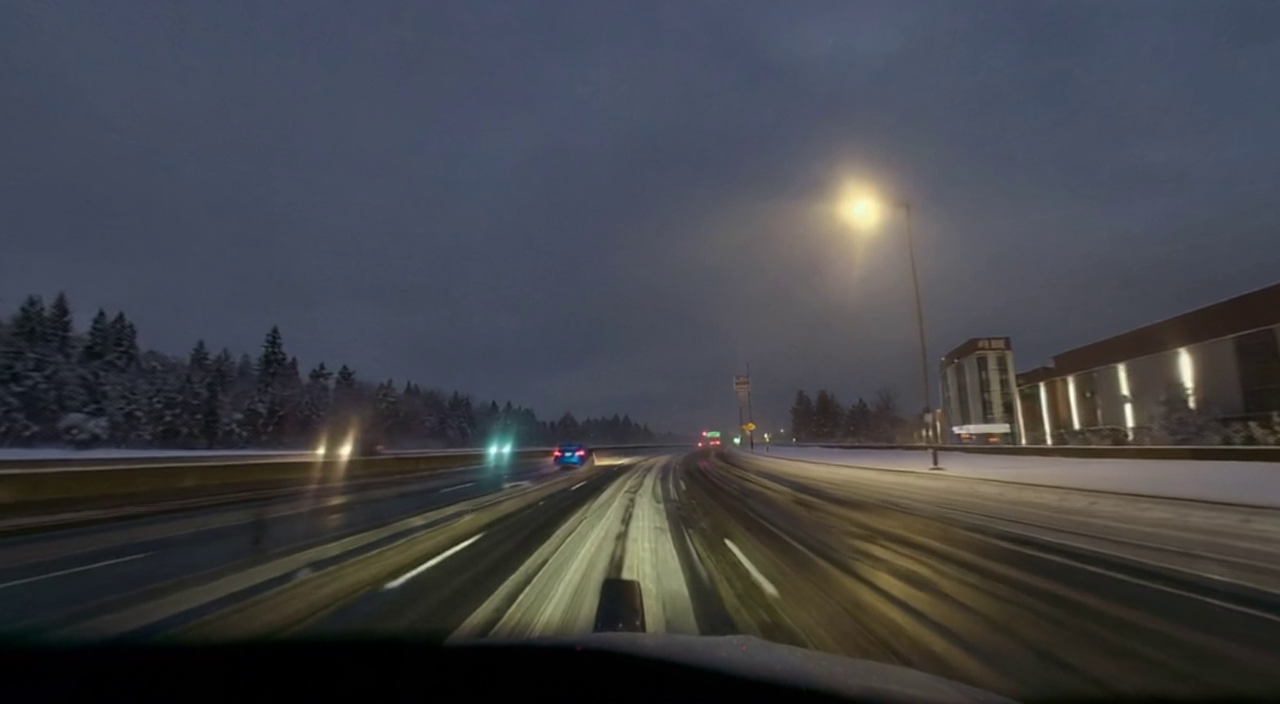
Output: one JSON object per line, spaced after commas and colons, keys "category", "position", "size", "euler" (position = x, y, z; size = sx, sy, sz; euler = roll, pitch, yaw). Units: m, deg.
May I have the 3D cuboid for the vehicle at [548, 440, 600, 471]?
{"category": "vehicle", "position": [-3.491, 5.578, 34.318], "size": [2.087, 1.566, 4.756], "euler": [-1, -8, 3]}

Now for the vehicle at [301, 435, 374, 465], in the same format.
{"category": "vehicle", "position": [-19.424, 6.335, 40.903], "size": [2.062, 1.795, 4.950], "euler": [-1, -8, 3]}
